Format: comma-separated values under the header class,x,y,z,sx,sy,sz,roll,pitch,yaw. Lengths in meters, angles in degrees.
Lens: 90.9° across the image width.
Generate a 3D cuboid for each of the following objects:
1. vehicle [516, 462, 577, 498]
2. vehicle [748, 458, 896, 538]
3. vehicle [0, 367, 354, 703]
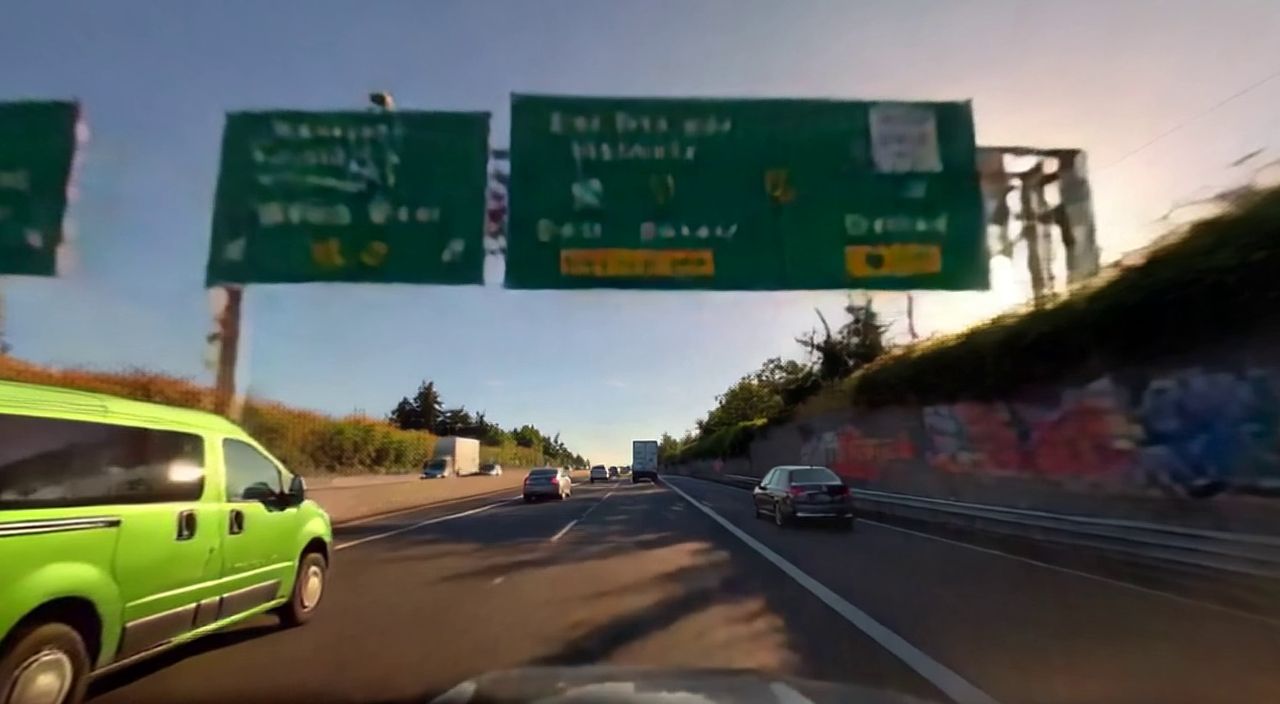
class,x,y,z,sx,sy,sz,roll,pitch,yaw
vehicle,-4.060,5.682,28.147,2.054,1.443,4.131,1,-10,0
vehicle,3.803,3.134,14.001,1.917,1.458,4.199,1,-10,-2
vehicle,-3.436,0.976,2.992,2.004,1.610,4.508,1,-10,0
